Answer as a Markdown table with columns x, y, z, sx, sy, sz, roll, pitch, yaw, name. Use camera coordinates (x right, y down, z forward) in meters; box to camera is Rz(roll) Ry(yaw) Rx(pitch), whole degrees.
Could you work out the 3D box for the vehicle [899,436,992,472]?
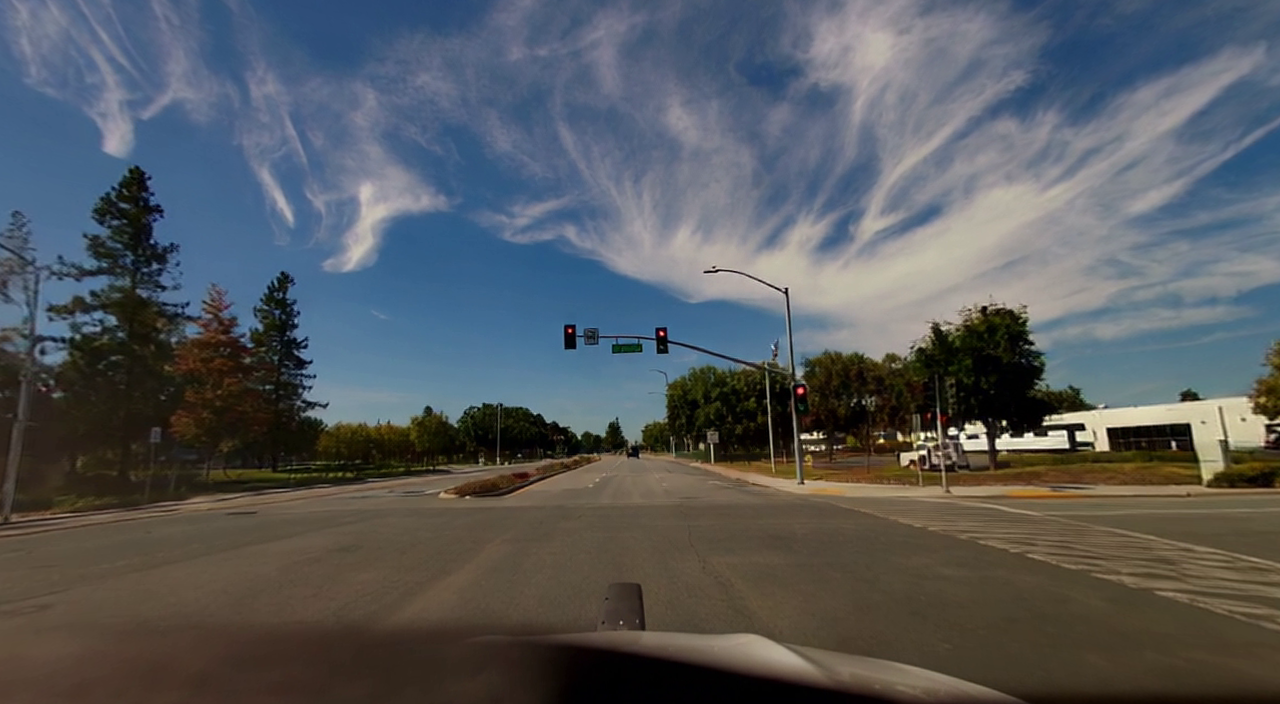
| x | y | z | sx | sy | sz | roll | pitch | yaw | name |
| --- | --- | --- | --- | --- | --- | --- | --- | --- | --- |
| 15.000 | 5.045 | 31.371 | 1.959 | 1.471 | 4.570 | -4 | -9 | -5 | vehicle |
